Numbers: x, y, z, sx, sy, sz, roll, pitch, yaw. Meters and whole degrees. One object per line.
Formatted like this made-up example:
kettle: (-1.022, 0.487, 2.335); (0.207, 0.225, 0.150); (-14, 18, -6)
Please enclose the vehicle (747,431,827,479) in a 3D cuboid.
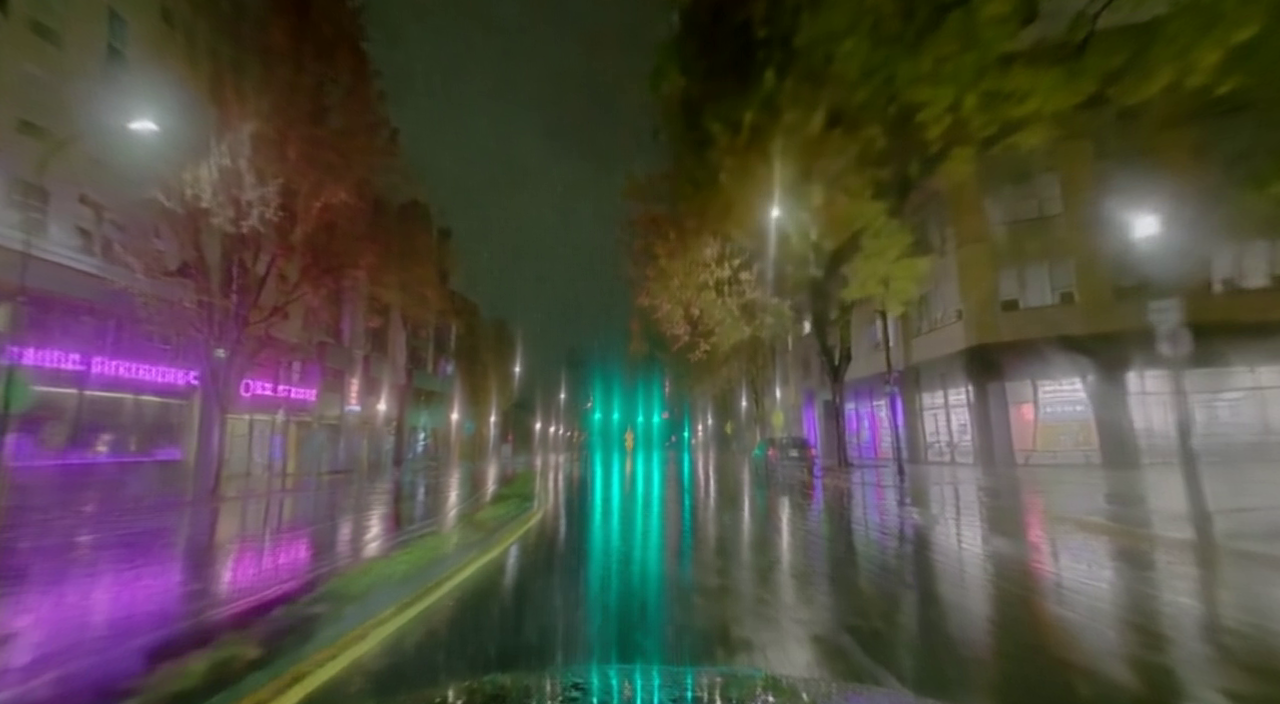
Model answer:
vehicle: (6.326, 4.510, 27.876); (2.112, 1.894, 4.910); (0, -8, -3)
